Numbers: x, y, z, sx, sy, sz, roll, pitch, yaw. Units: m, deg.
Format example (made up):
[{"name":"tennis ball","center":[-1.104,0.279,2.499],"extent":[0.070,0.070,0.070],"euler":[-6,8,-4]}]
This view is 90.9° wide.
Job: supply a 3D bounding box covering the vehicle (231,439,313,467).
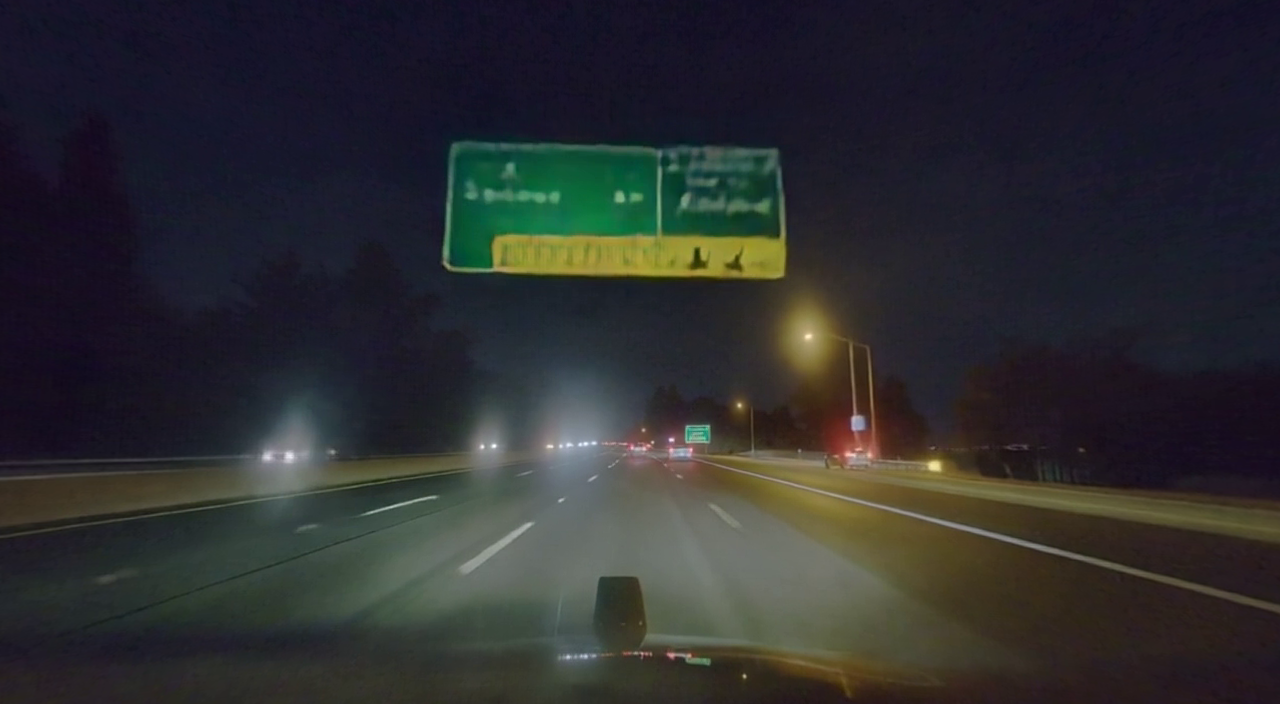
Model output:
[{"name":"vehicle","center":[-20.326,5.612,35.057],"extent":[1.791,1.436,4.446],"euler":[0,-8,1]}]
